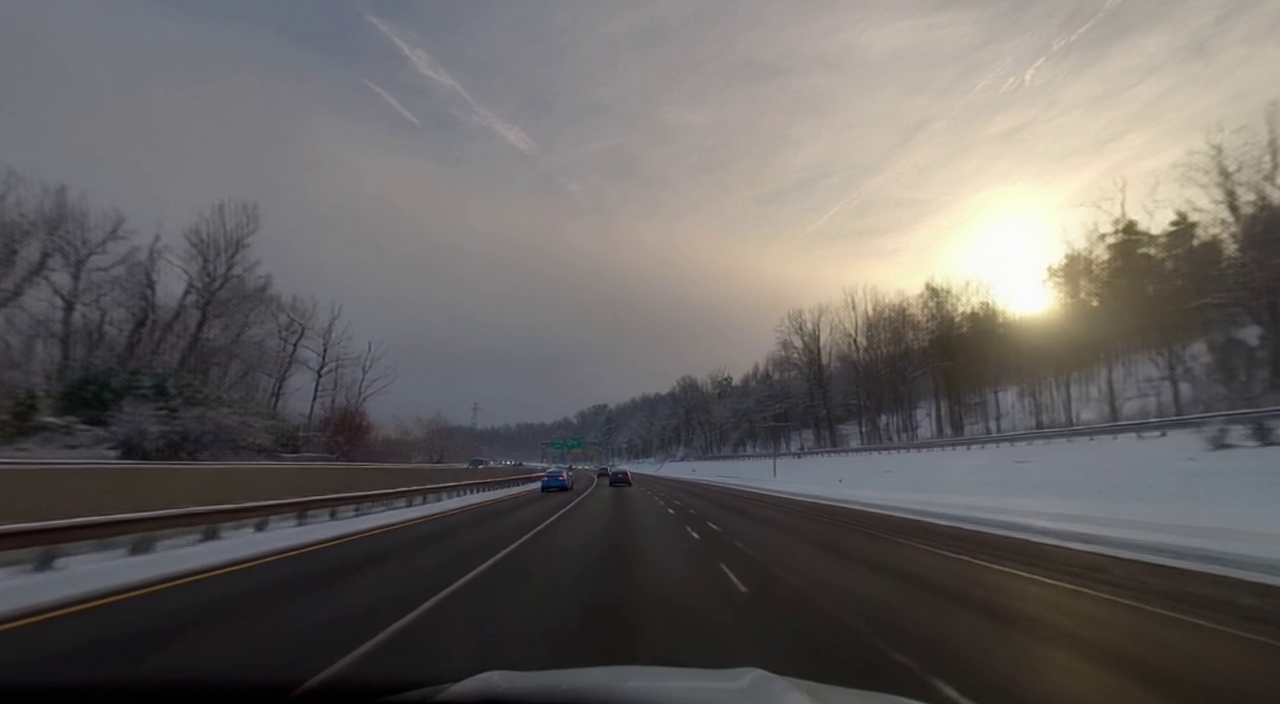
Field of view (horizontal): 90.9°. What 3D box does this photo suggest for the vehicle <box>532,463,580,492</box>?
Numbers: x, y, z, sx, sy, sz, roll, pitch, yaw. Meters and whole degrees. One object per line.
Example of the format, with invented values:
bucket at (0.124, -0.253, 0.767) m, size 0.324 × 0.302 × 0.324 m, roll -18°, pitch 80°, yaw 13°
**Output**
vehicle at (-4.797, 7.296, 36.659) m, size 2.310 × 1.521 × 4.731 m, roll 1°, pitch -11°, yaw -3°
